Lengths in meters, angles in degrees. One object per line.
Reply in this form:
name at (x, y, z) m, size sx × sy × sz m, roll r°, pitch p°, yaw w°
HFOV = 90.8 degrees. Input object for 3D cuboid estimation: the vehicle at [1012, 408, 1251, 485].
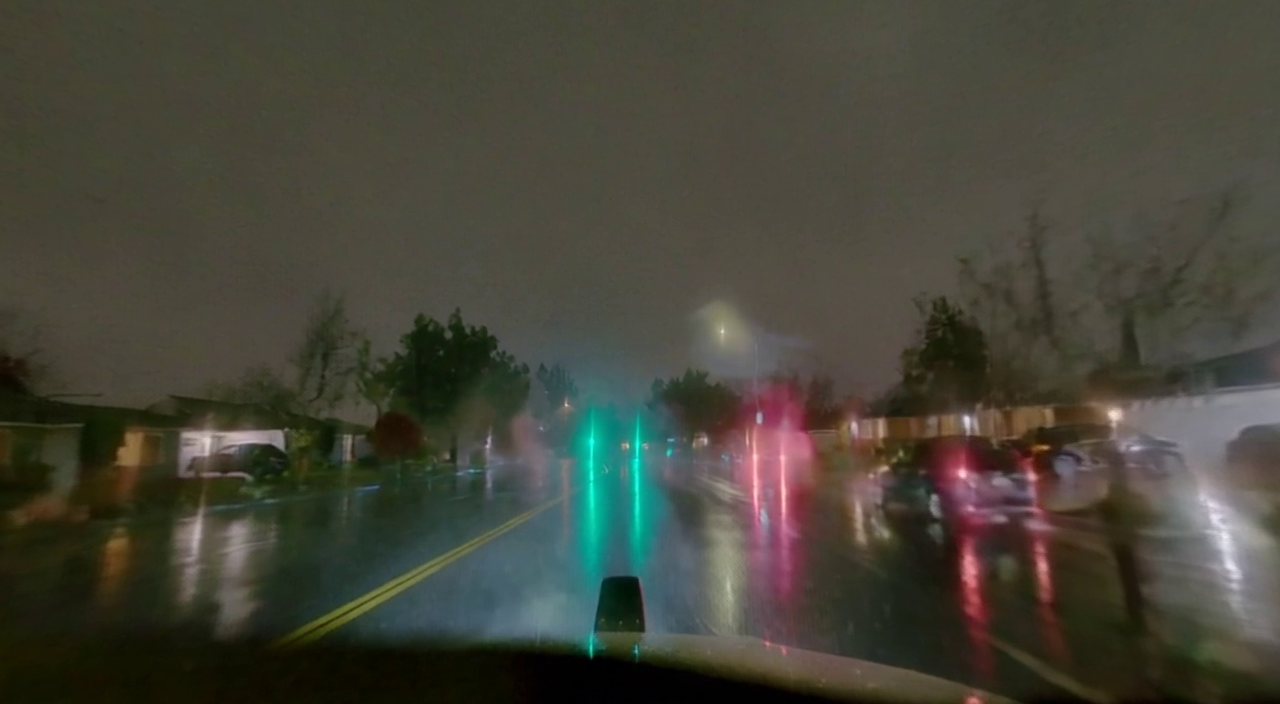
vehicle at (14.973, 2.923, 19.557) m, size 5.355 × 1.853 × 2.257 m, roll -4°, pitch -9°, yaw 0°

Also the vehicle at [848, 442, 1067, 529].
vehicle at (6.468, 2.744, 13.749) m, size 2.042 × 1.511 × 5.029 m, roll 0°, pitch -9°, yaw -2°

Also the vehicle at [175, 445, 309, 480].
vehicle at (-21.178, 5.870, 33.793) m, size 5.659 × 1.769 × 2.073 m, roll 0°, pitch -9°, yaw -2°

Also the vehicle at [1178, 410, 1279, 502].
vehicle at (13.307, 1.945, 11.957) m, size 1.978 × 1.738 × 4.734 m, roll -2°, pitch -9°, yaw -1°

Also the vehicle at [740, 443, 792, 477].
vehicle at (6.794, 5.878, 34.599) m, size 1.996 × 1.745 × 4.556 m, roll 0°, pitch -9°, yaw 1°
